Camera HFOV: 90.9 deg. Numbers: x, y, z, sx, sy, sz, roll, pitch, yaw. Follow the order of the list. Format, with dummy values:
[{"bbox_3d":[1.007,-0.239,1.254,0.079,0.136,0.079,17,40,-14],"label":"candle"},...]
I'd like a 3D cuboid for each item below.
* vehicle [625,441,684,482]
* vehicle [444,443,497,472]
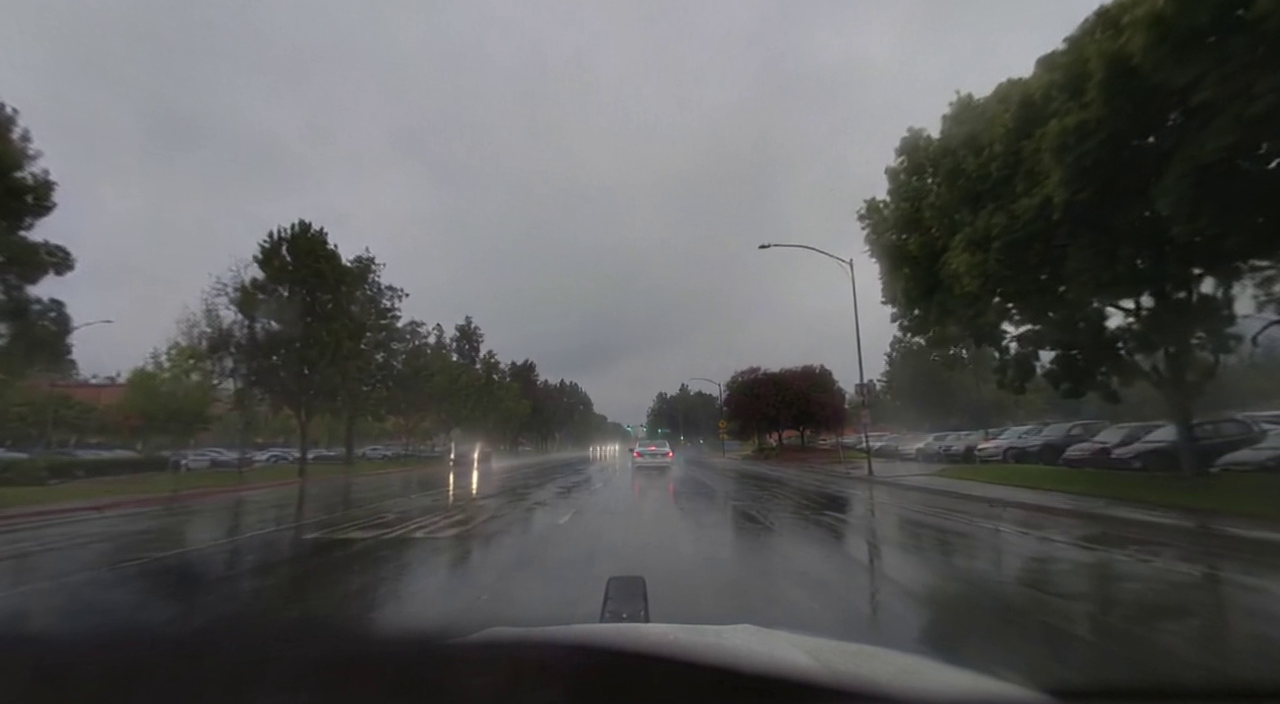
[{"bbox_3d":[0.477,4.165,24.261,2.093,1.442,3.977,0,-9,-1],"label":"vehicle"},{"bbox_3d":[-11.784,7.363,44.277,2.259,1.867,4.875,0,-9,1],"label":"vehicle"}]
